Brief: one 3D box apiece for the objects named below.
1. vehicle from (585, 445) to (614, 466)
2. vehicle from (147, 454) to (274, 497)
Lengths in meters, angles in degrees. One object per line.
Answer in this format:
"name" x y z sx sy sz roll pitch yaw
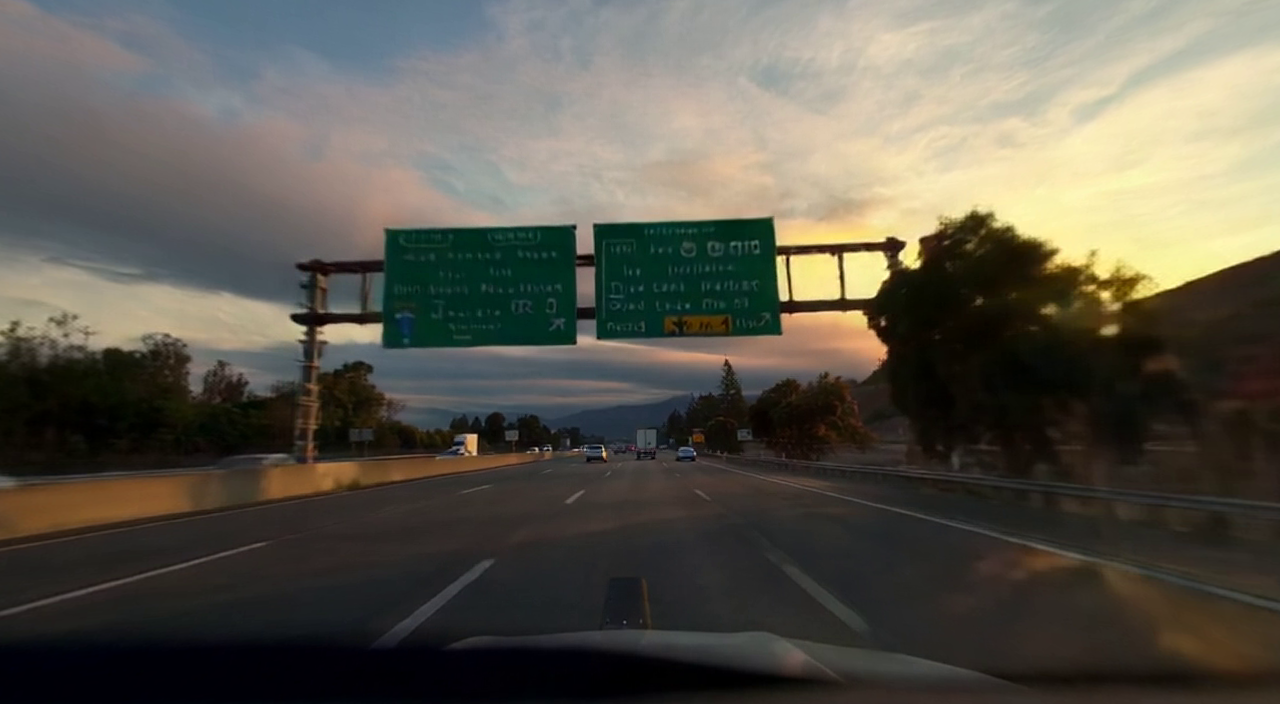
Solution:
"vehicle" -3.174 8.114 49.492 1.996 1.521 3.912 0 -8 0
"vehicle" -15.794 4.530 23.431 2.145 1.385 3.598 0 -8 1
